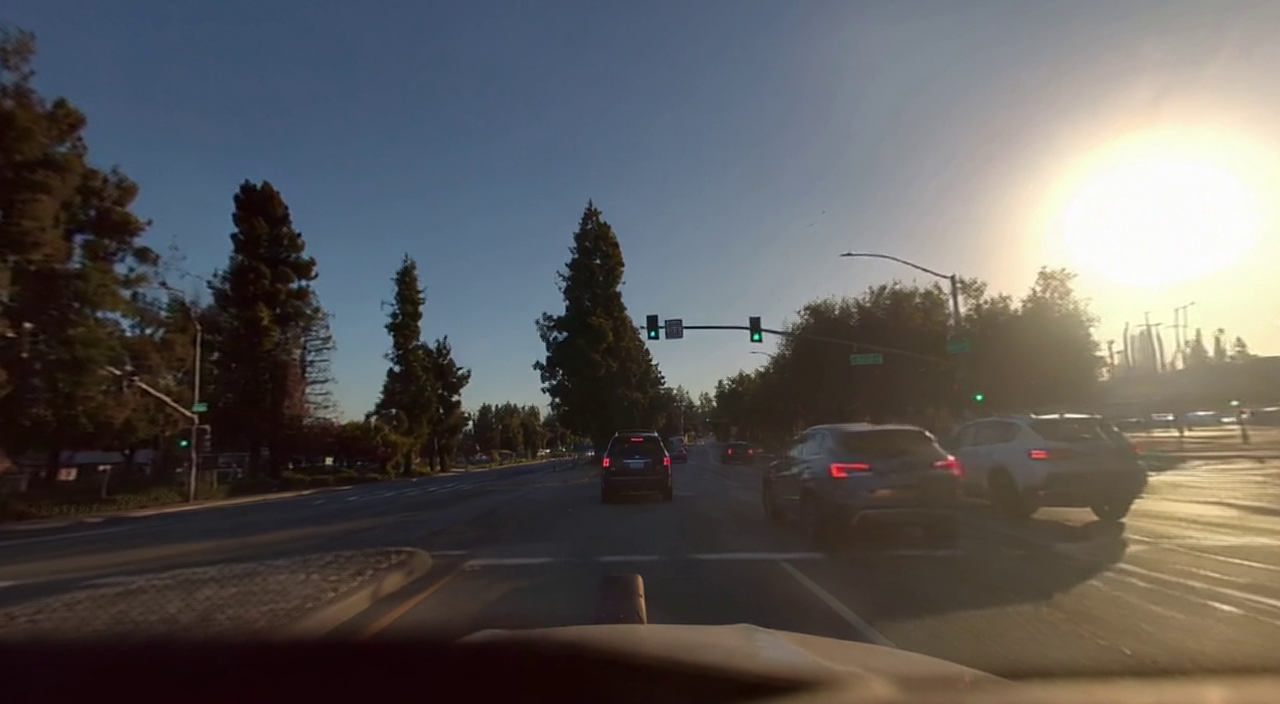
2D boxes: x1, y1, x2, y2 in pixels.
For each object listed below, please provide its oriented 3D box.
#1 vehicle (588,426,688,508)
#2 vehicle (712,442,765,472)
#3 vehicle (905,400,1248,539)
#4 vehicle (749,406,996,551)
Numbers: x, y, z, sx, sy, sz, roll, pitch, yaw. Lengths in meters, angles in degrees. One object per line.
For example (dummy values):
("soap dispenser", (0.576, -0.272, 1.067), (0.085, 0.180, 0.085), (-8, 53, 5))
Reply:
("vehicle", (-0.087, 3.020, 16.938), (2.353, 1.894, 4.122), (0, -9, -1))
("vehicle", (6.220, 6.720, 40.639), (2.440, 1.775, 4.791), (0, -9, -2))
("vehicle", (7.095, 2.005, 11.342), (2.251, 1.873, 5.346), (0, -9, -1))
("vehicle", (3.344, 1.965, 10.509), (2.057, 1.788, 5.216), (0, -9, -1))
